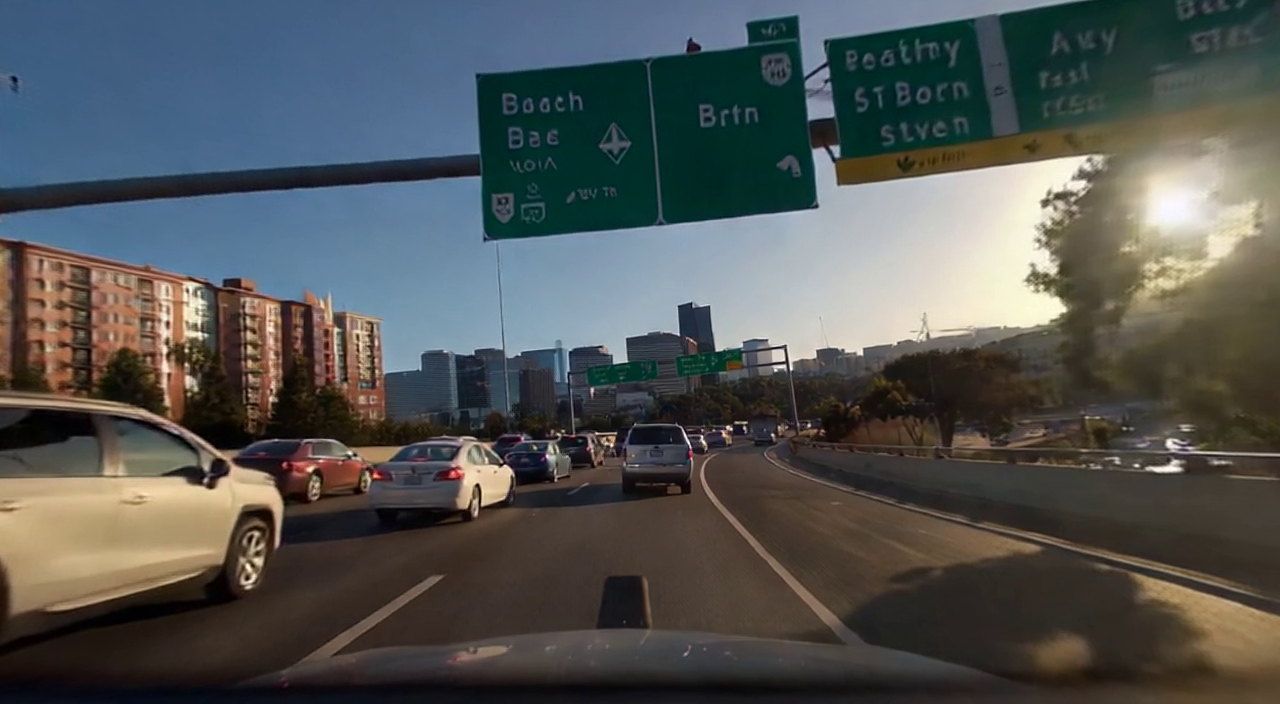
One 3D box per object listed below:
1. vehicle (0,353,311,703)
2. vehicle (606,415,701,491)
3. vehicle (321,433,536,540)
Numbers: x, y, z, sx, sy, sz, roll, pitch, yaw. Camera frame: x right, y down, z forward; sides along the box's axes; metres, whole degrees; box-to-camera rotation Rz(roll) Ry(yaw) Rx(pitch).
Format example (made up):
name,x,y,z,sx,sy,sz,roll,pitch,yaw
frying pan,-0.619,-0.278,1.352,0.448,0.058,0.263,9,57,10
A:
name,x,y,z,sx,sy,sz,roll,pitch,yaw
vehicle,-4.207,1.079,4.106,1.850,1.862,4.150,0,-9,0
vehicle,0.524,3.213,20.342,2.616,2.063,5.933,0,-9,3
vehicle,-3.420,2.282,11.491,1.998,1.494,5.020,0,-9,3
